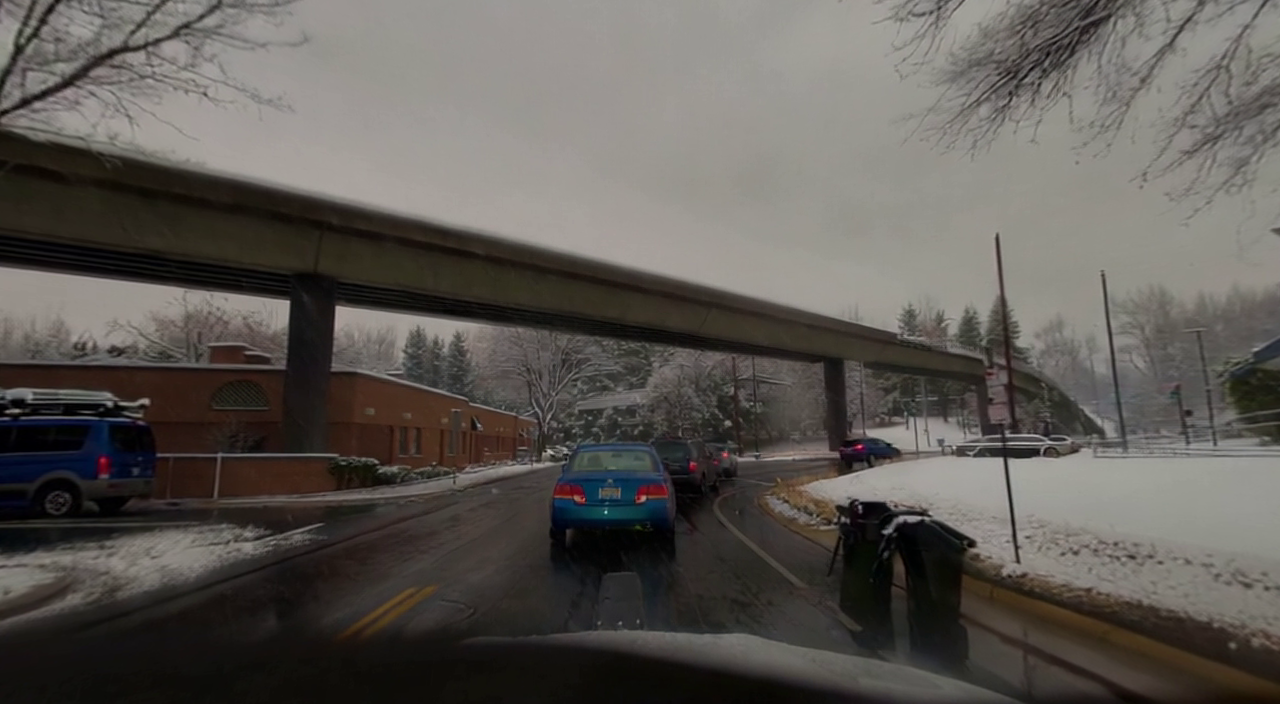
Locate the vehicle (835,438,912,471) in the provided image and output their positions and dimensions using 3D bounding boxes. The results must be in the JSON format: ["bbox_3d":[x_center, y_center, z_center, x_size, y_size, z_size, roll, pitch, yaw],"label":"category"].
[{"bbox_3d":[14.075,6.155,38.050,4.425,1.828,2.032,5,-10,-33],"label":"vehicle"}]

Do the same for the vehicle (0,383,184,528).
[{"bbox_3d":[-13.537,2.190,13.542,5.356,2.762,2.644,0,-9,1],"label":"vehicle"}]

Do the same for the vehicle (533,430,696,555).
[{"bbox_3d":[-0.261,2.157,10.493,2.087,1.578,4.652,0,-9,2],"label":"vehicle"}]
